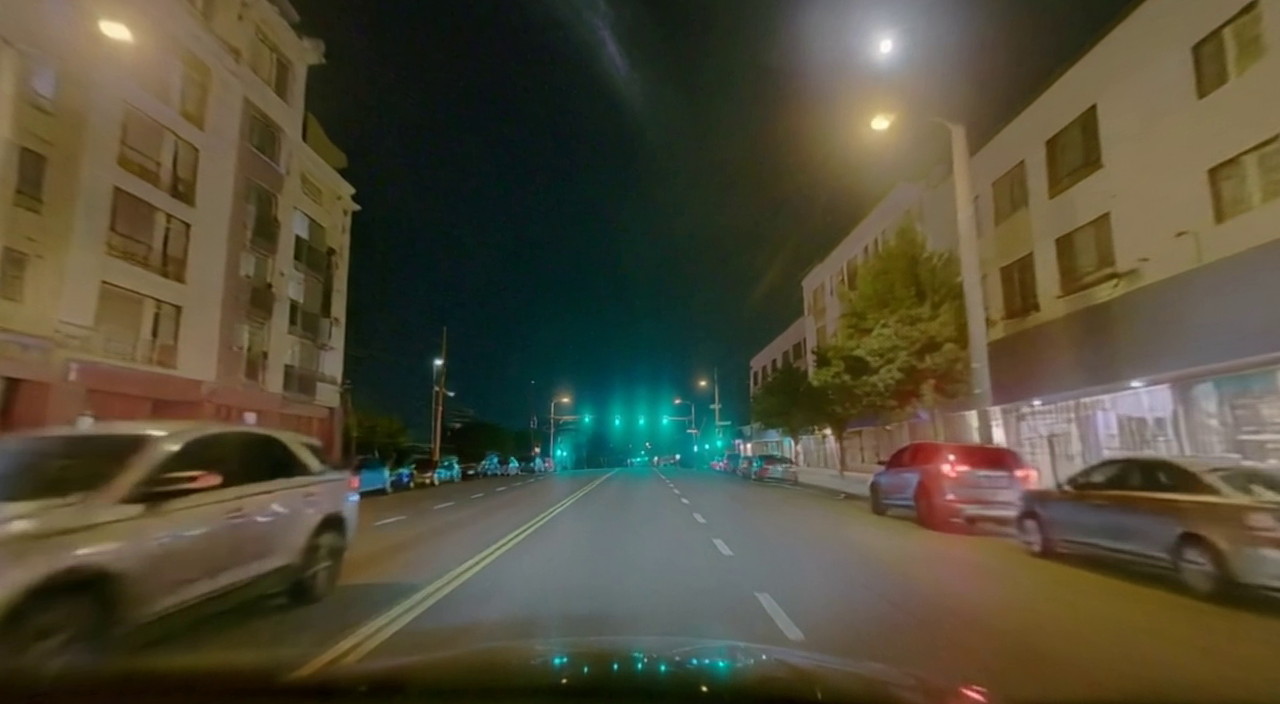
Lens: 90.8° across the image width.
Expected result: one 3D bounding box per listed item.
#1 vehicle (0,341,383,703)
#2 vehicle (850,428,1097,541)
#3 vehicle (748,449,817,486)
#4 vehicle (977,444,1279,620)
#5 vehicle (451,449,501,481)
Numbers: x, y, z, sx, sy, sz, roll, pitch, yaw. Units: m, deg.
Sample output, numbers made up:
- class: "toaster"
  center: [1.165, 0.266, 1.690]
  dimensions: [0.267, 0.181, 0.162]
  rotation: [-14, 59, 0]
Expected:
- class: "vehicle"
  center: [-3.443, 1.045, 3.872]
  dimensions: [1.980, 1.718, 4.120]
  rotation: [0, -8, 0]
- class: "vehicle"
  center: [6.057, 2.440, 12.407]
  dimensions: [1.996, 1.751, 4.882]
  rotation: [0, -8, -3]
- class: "vehicle"
  center: [6.255, 5.105, 28.309]
  dimensions: [1.902, 1.484, 4.714]
  rotation: [0, -8, -2]
- class: "vehicle"
  center: [6.330, 1.869, 7.661]
  dimensions: [1.966, 1.472, 4.363]
  rotation: [0, -8, -1]
- class: "vehicle"
  center: [-9.867, 6.788, 38.245]
  dimensions: [1.890, 1.718, 4.309]
  rotation: [0, -8, 0]
